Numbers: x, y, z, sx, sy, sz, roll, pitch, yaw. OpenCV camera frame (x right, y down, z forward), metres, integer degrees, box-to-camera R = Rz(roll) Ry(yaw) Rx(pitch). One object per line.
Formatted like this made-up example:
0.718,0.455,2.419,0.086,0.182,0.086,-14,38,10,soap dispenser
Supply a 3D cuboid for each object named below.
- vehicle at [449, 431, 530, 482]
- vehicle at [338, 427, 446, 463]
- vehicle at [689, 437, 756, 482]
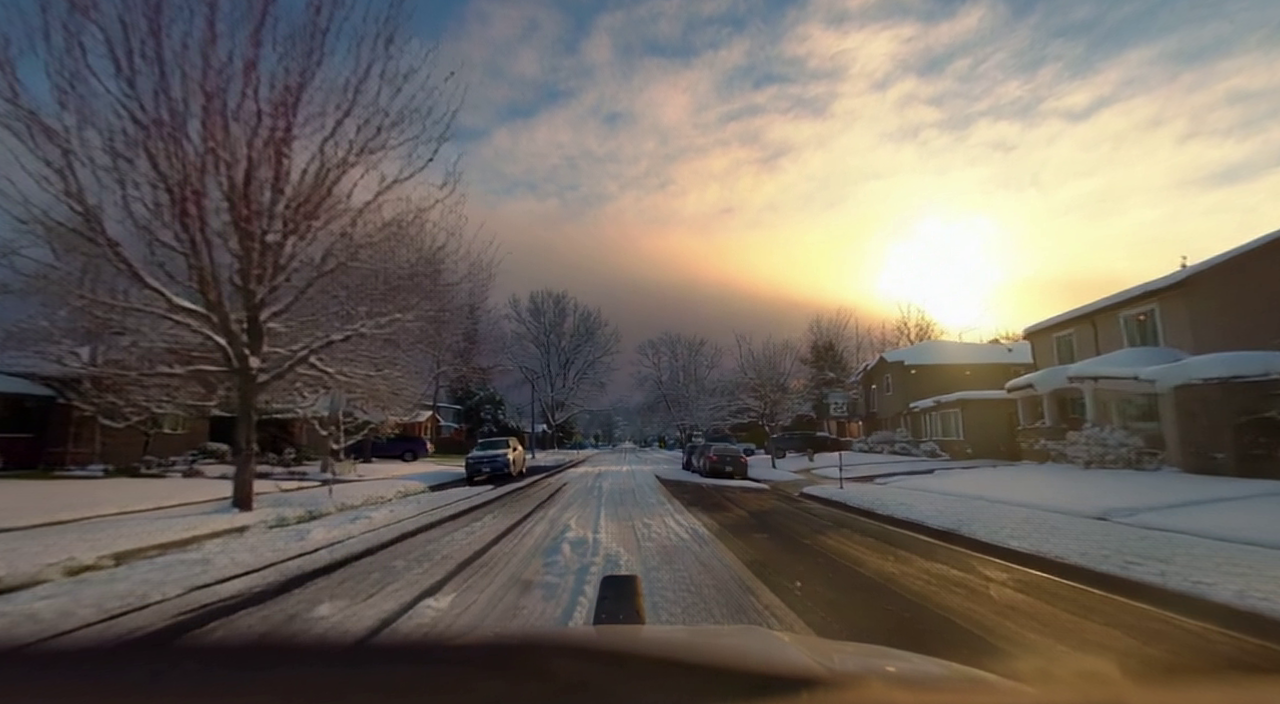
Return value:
-6.406,4.548,27.701,2.322,1.949,5.695,-1,-9,-2,vehicle
-13.536,5.134,34.750,5.024,1.903,2.102,0,-9,0,vehicle
3.405,4.554,26.988,2.033,1.730,4.554,0,-9,-2,vehicle
